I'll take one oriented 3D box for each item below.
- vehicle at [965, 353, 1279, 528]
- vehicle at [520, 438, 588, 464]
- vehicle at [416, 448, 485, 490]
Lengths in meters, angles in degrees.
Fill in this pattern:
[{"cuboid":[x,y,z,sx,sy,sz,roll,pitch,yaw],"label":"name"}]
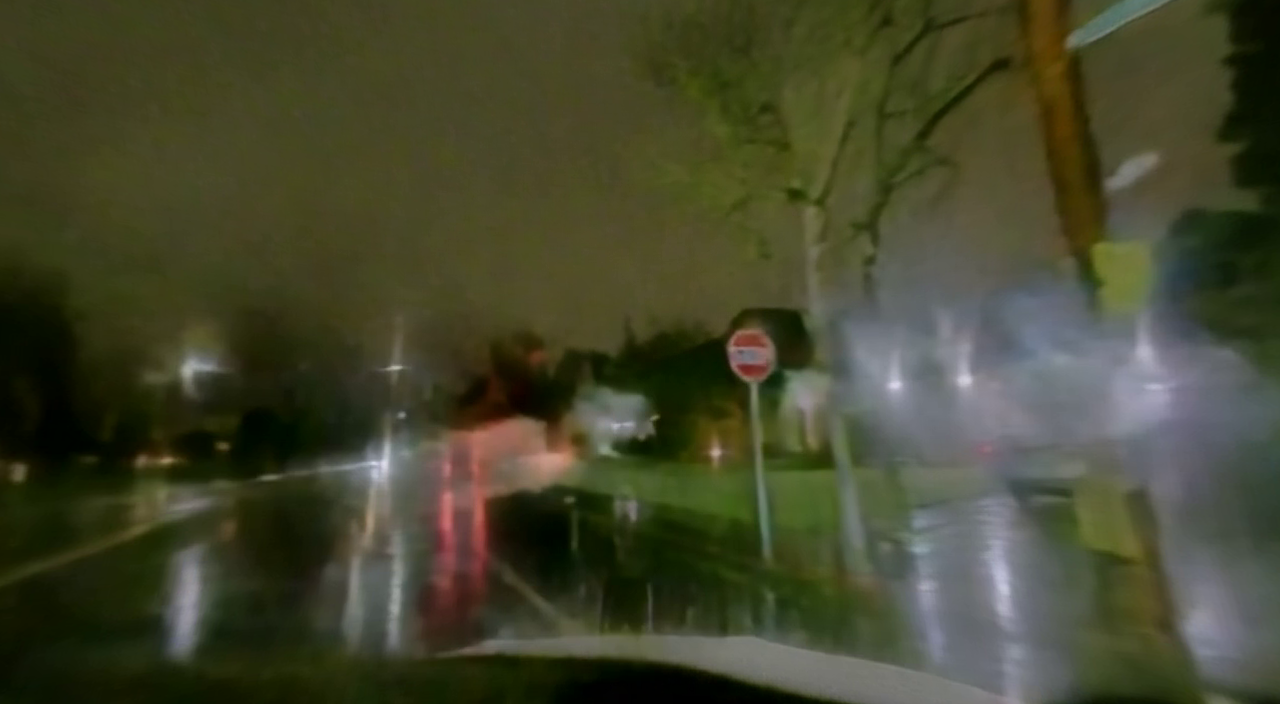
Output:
[{"cuboid":[8.088,1.104,9.371,5.980,1.915,2.286,-1,-6,-23],"label":"vehicle"},{"cuboid":[-5.347,6.144,39.372,3.827,1.512,1.855,3,-9,-24],"label":"vehicle"},{"cuboid":[-8.068,4.860,26.587,1.979,1.524,4.578,4,-9,-26],"label":"vehicle"}]
